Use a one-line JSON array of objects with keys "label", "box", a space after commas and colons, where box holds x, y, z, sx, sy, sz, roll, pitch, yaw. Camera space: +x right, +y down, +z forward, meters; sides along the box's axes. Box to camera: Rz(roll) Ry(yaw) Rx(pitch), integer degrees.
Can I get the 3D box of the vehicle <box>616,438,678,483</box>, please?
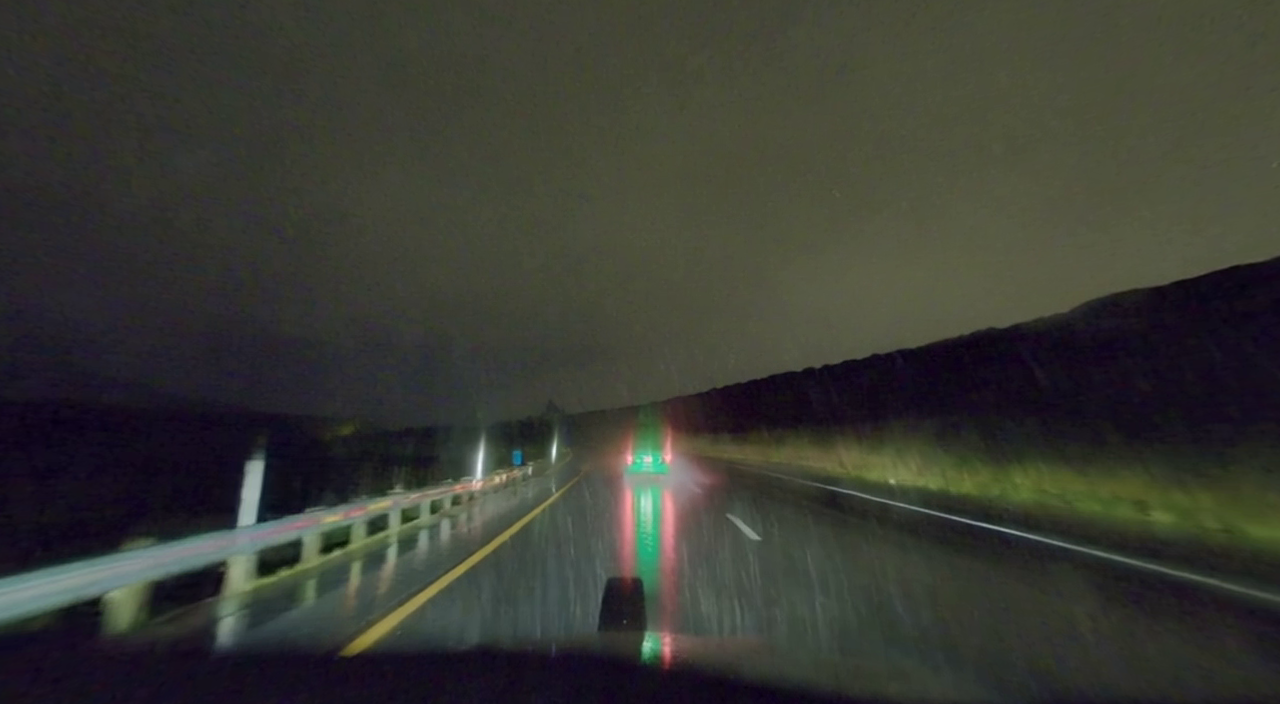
[{"label": "vehicle", "box": [0.142, 3.860, 22.763, 2.029, 1.474, 4.183, 0, -8, -2]}]
